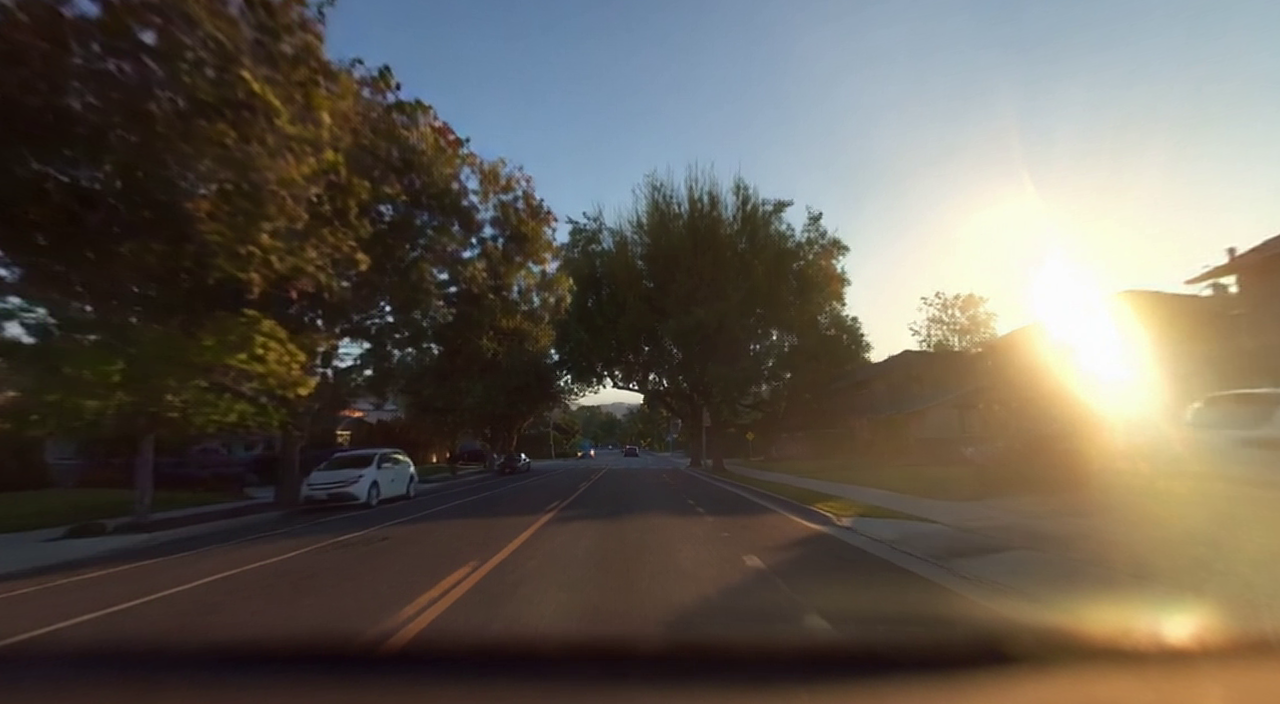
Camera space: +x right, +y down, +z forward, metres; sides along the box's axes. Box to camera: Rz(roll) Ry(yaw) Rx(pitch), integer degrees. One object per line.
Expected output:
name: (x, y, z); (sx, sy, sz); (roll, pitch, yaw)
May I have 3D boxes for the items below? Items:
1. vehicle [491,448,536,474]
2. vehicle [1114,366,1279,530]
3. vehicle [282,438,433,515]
vehicle: (-7.964, 6.891, 40.146); (1.880, 1.469, 4.221); (-4, -9, 1)
vehicle: (8.986, 1.119, 7.864); (4.463, 1.754, 2.003); (-1, -9, 0)
vehicle: (-7.806, 3.422, 18.044); (2.122, 1.739, 4.770); (-4, -8, 0)
